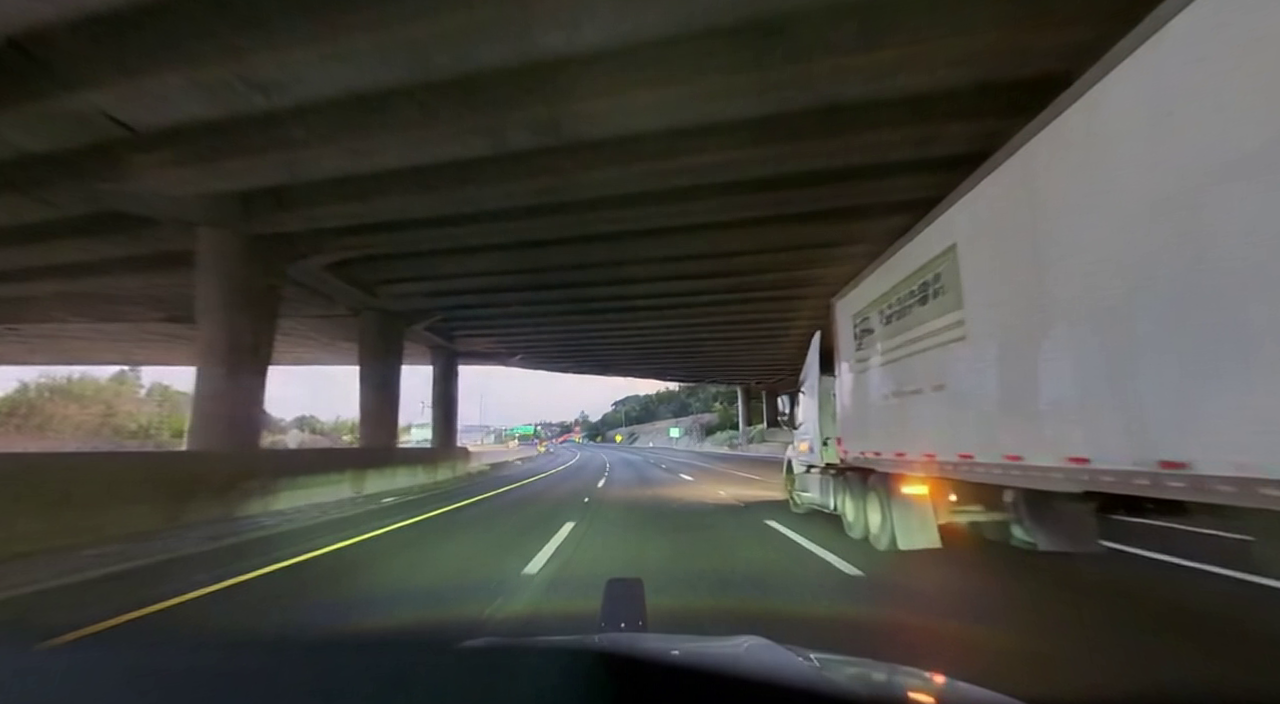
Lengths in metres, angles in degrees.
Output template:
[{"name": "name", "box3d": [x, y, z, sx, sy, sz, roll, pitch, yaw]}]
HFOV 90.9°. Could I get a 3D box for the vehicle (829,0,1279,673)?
[{"name": "vehicle", "box3d": [5.330, -0.001, 5.252, 2.932, 4.205, 18.253, 0, -8, 3]}]
